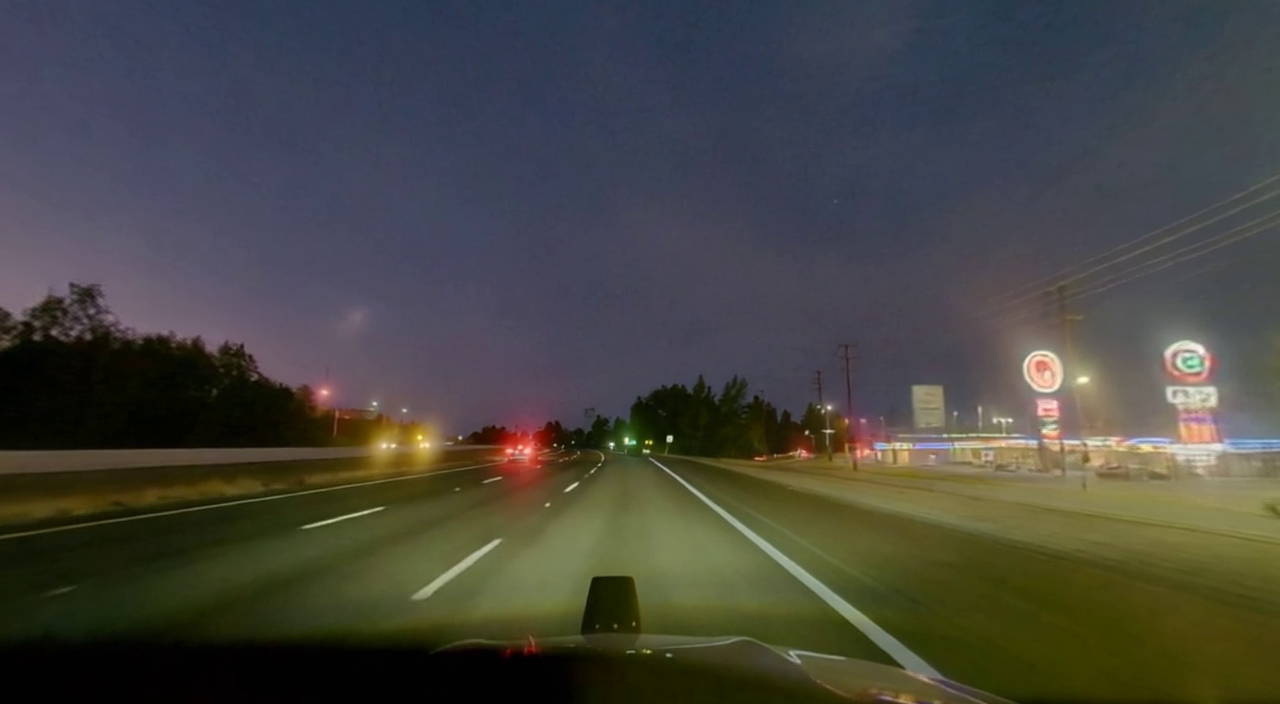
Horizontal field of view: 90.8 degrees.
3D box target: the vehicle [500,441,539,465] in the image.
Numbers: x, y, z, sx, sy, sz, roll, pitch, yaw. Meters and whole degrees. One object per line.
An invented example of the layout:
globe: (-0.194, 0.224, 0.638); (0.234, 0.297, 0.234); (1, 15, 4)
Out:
vehicle: (-8.702, 7.313, 45.898); (2.053, 1.682, 4.423); (0, -8, -1)
